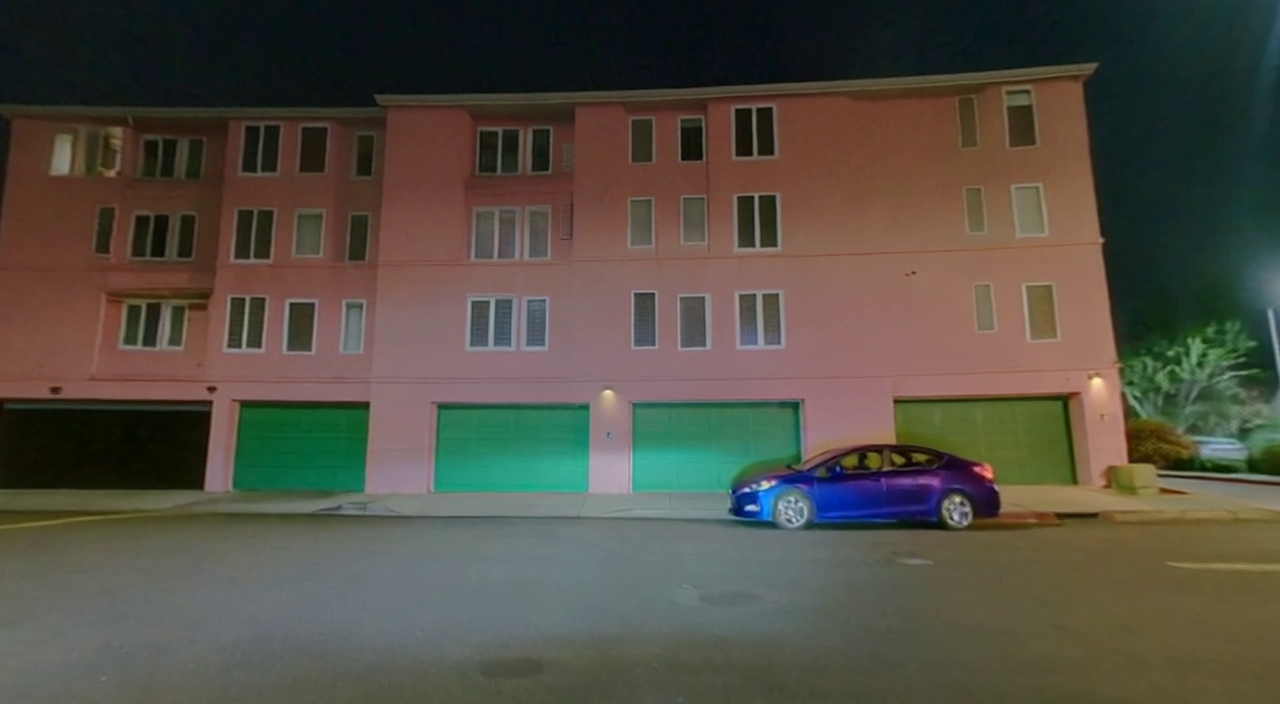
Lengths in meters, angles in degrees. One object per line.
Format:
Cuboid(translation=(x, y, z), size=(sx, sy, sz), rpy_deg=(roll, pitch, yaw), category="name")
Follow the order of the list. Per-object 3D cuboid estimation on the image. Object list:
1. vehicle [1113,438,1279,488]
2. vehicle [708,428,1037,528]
Cuboid(translation=(17.650, 3.443, 19.757), size=(3.905, 1.475, 2.057), rpy_deg=(-1, -8, 5), category="vehicle")
Cuboid(translation=(3.518, 2.002, 10.369), size=(4.697, 1.444, 1.825), rpy_deg=(-1, -8, 5), category="vehicle")
